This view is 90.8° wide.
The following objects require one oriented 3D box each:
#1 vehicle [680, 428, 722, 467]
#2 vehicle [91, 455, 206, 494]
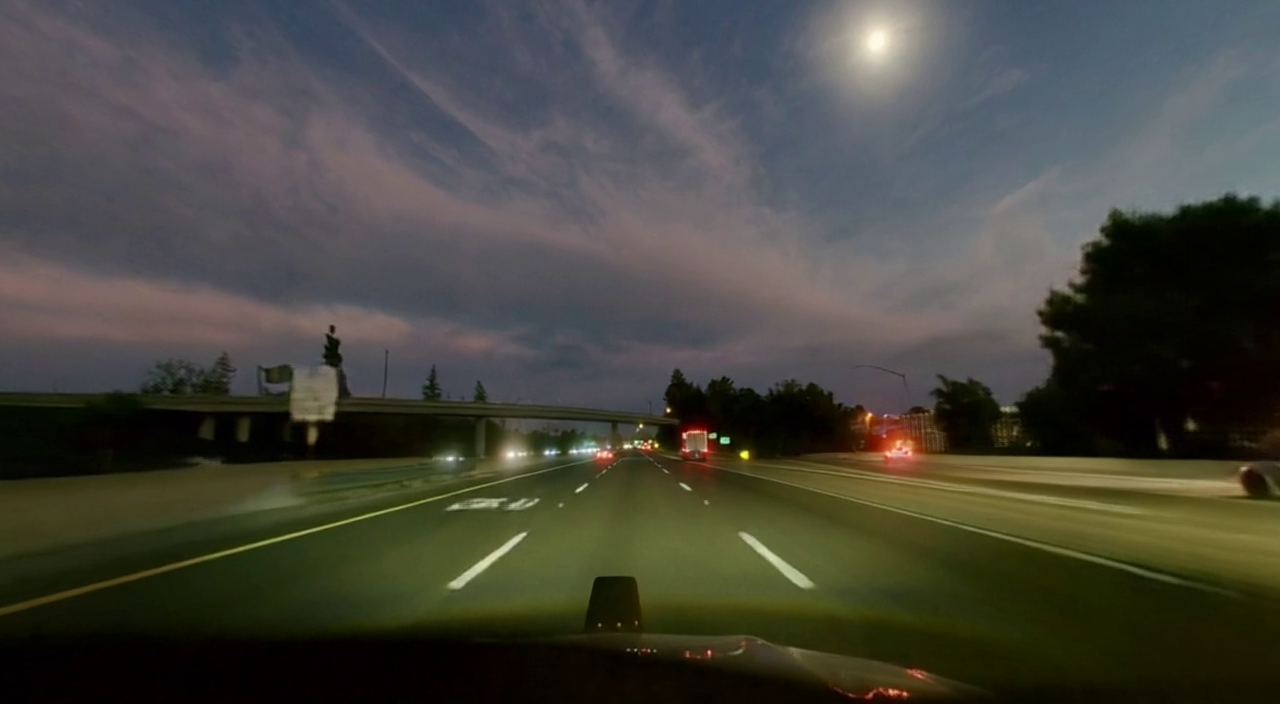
[{"bbox_3d":[4.433,7.084,46.902,2.576,2.670,5.494,0,-9,0],"label":"vehicle"},{"bbox_3d":[-23.167,5.774,30.029,1.911,1.641,4.276,0,-9,1],"label":"vehicle"}]
